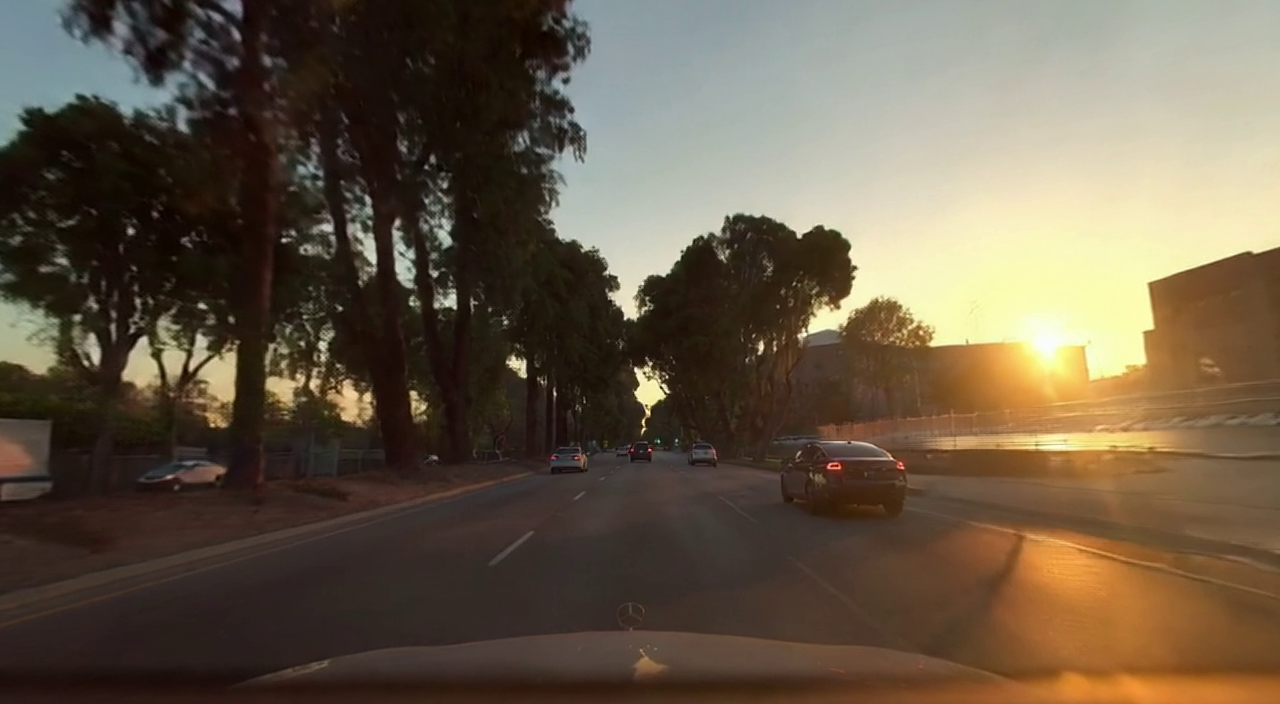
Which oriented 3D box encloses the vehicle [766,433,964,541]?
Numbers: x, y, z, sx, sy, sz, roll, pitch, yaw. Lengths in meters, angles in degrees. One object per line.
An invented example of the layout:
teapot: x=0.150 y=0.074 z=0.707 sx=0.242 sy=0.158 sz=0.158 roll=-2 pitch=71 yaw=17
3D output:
vehicle: x=3.623 y=2.234 z=11.119 sx=1.919 sy=1.502 sz=4.232 roll=0 pitch=-8 yaw=0

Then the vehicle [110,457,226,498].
vehicle: x=-22.565 y=5.961 z=30.399 sx=1.976 sy=1.697 sz=4.738 roll=0 pitch=-8 yaw=-1

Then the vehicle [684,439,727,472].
vehicle: x=3.645 y=5.862 z=35.859 sx=1.980 sy=1.709 sz=4.367 roll=0 pitch=-8 yaw=0

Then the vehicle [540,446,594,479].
vehicle: x=-3.285 y=5.038 z=29.038 sx=2.013 sy=1.354 sz=3.908 roll=0 pitch=-8 yaw=0
